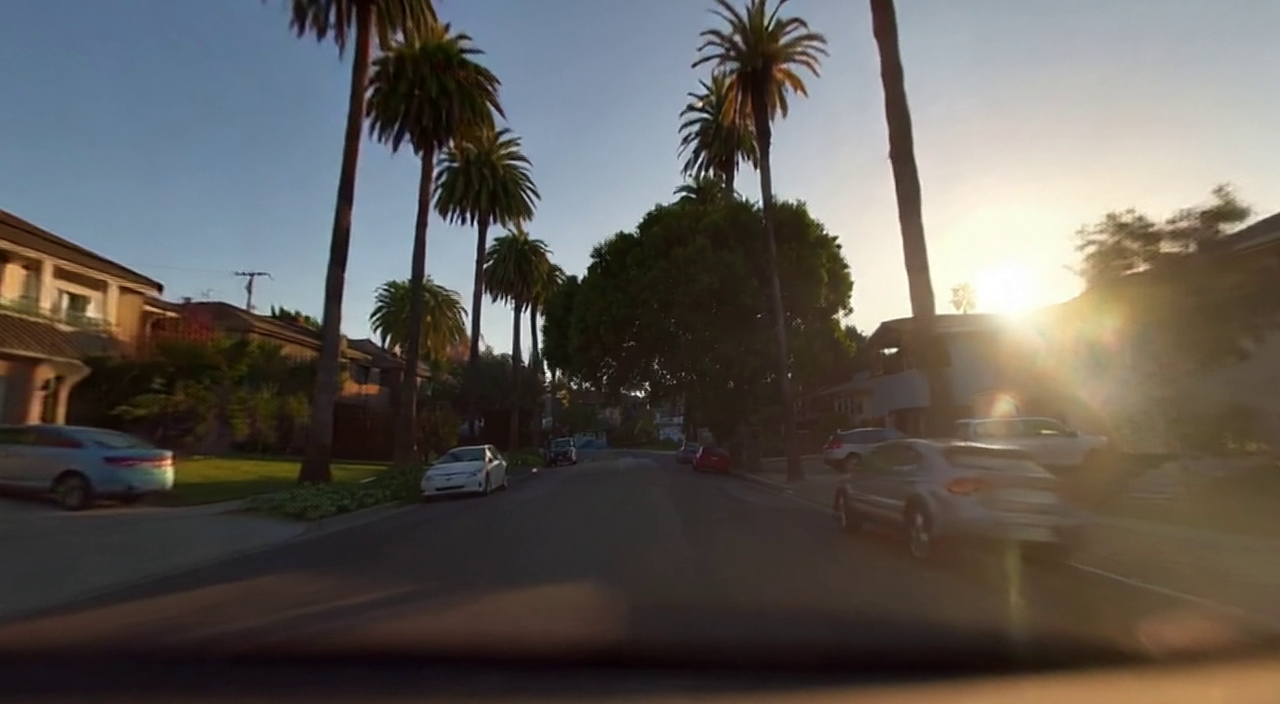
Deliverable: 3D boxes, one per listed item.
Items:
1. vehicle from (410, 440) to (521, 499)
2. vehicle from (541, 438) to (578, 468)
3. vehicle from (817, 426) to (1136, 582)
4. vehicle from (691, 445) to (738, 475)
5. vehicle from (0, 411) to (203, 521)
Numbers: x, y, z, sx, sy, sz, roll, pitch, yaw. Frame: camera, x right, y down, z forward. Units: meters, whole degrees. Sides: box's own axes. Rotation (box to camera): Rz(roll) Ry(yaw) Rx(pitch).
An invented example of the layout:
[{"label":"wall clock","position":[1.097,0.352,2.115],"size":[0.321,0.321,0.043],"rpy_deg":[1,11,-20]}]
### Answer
[{"label":"vehicle","position":[-4.820,3.357,18.252],"size":[2.080,1.479,4.531],"rpy_deg":[0,-10,-2]},{"label":"vehicle","position":[-5.422,6.693,42.155],"size":[2.106,1.914,4.363],"rpy_deg":[2,-8,-11]},{"label":"vehicle","position":[4.012,1.858,8.544],"size":[1.987,1.567,4.112],"rpy_deg":[0,-8,-1]},{"label":"vehicle","position":[3.889,5.710,33.693],"size":[1.867,1.480,4.678],"rpy_deg":[0,-8,0]},{"label":"vehicle","position":[-10.974,1.997,11.635],"size":[4.314,1.594,1.852],"rpy_deg":[5,-8,-1]}]
